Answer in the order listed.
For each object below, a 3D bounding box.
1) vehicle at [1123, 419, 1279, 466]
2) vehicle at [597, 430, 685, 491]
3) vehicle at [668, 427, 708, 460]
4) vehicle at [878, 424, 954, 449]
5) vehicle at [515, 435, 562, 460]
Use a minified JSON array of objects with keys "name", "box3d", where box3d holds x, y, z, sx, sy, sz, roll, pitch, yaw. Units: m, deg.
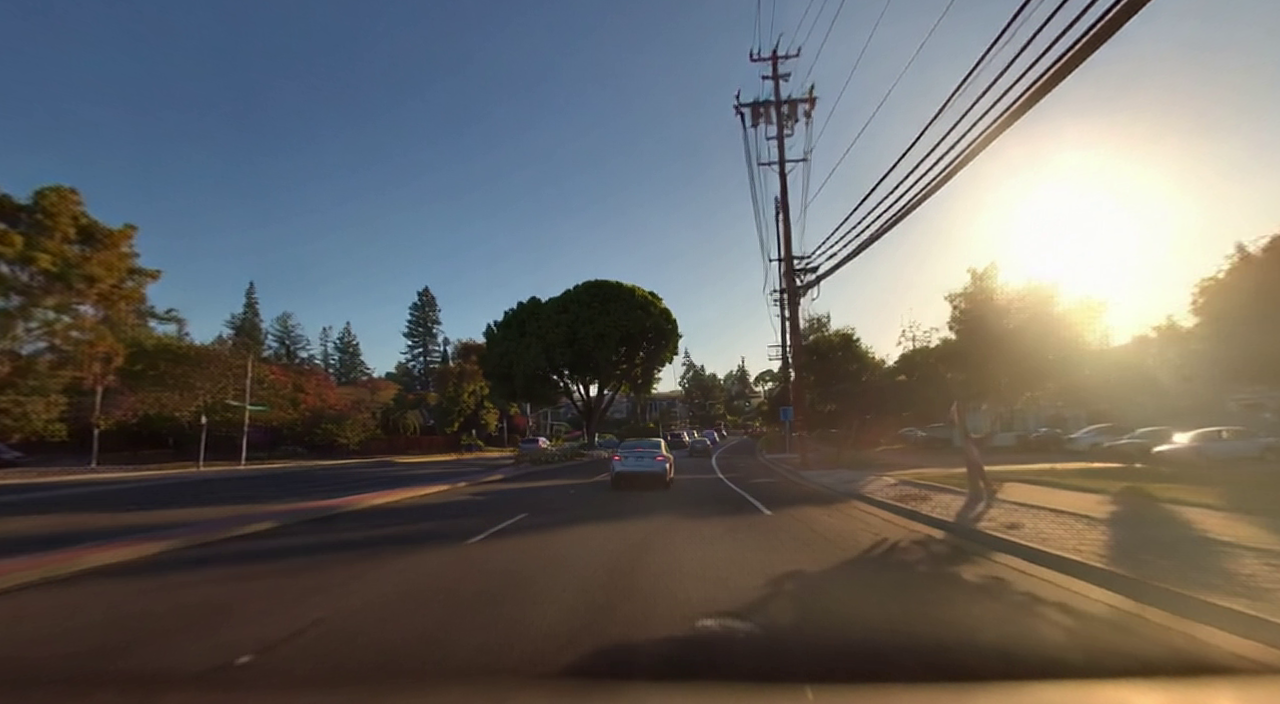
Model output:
[{"name":"vehicle","box3d":[20.902,3.343,23.112,4.674,1.500,1.889,1,-9,7]},{"name":"vehicle","box3d":[0.149,2.988,17.599,2.117,1.474,4.036,-1,-8,5]},{"name":"vehicle","box3d":[3.140,5.854,40.215,2.158,1.939,4.935,-2,-9,9]},{"name":"vehicle","box3d":[20.535,6.329,47.092,4.739,1.708,1.976,-2,-9,9]},{"name":"vehicle","box3d":[-6.596,6.246,41.294,1.983,1.485,4.159,-1,-8,6]}]
